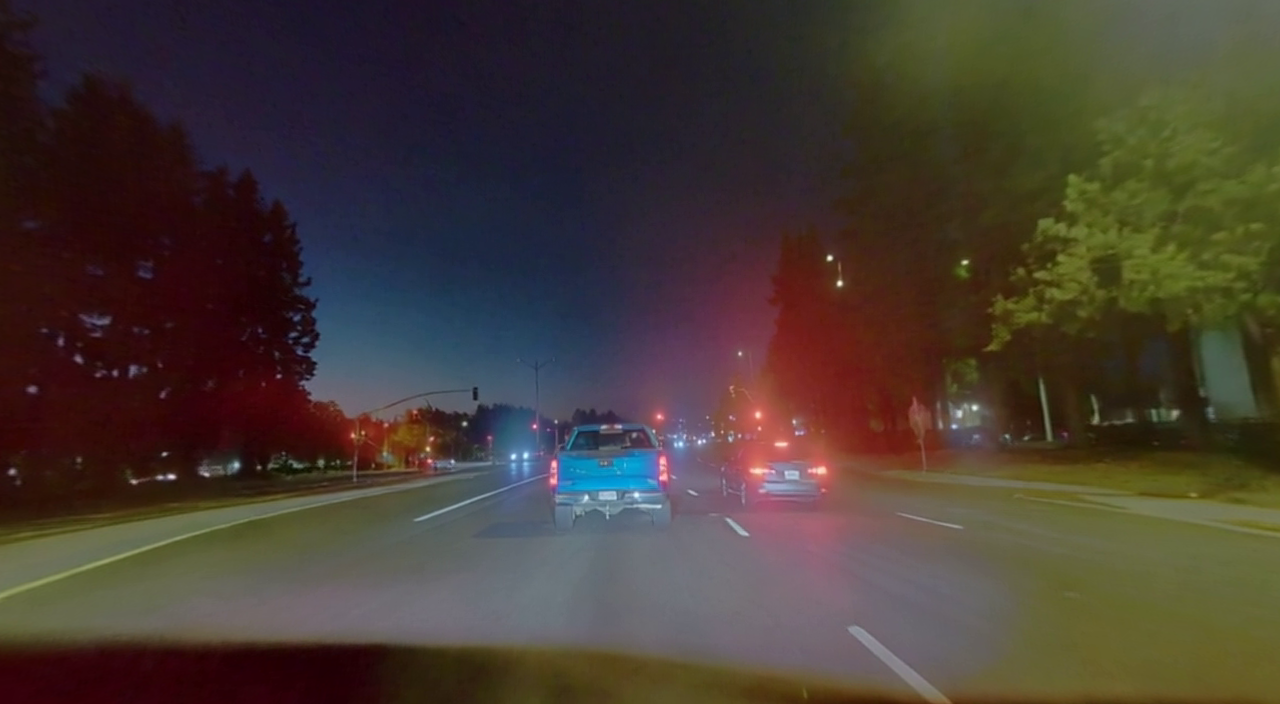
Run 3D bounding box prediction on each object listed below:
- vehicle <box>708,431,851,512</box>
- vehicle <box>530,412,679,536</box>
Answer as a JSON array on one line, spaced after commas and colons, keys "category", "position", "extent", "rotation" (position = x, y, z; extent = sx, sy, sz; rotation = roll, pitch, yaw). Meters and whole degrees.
[{"category": "vehicle", "position": [2.875, 2.578, 14.178], "extent": [2.073, 1.484, 4.437], "rotation": [0, -8, -2]}, {"category": "vehicle", "position": [-0.528, 2.098, 11.556], "extent": [2.145, 1.762, 4.731], "rotation": [0, -8, 0]}]
